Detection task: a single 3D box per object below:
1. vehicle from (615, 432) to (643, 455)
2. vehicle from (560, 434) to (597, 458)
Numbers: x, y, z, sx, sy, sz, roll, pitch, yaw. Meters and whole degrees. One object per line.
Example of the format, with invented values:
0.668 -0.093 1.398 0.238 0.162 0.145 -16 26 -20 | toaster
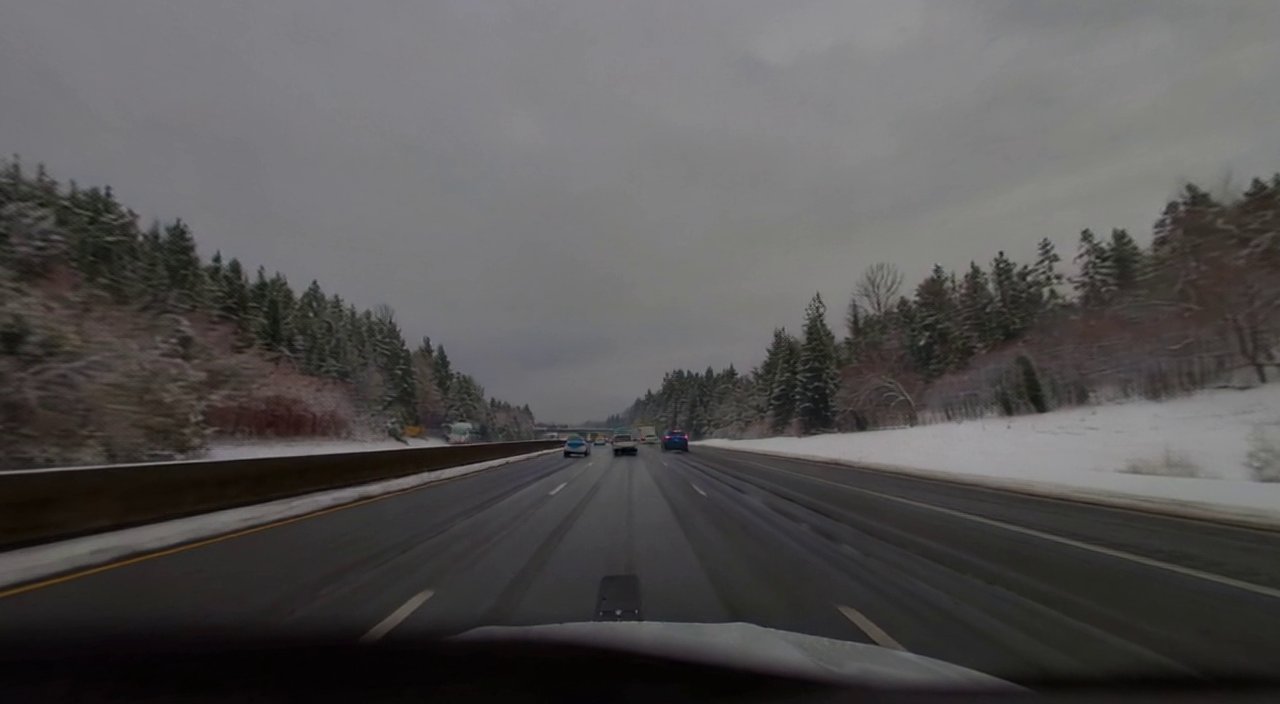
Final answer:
-0.867 7.229 49.898 2.157 1.688 4.480 0 -8 0 | vehicle
-4.187 6.459 43.377 2.103 1.507 4.367 0 -8 0 | vehicle
